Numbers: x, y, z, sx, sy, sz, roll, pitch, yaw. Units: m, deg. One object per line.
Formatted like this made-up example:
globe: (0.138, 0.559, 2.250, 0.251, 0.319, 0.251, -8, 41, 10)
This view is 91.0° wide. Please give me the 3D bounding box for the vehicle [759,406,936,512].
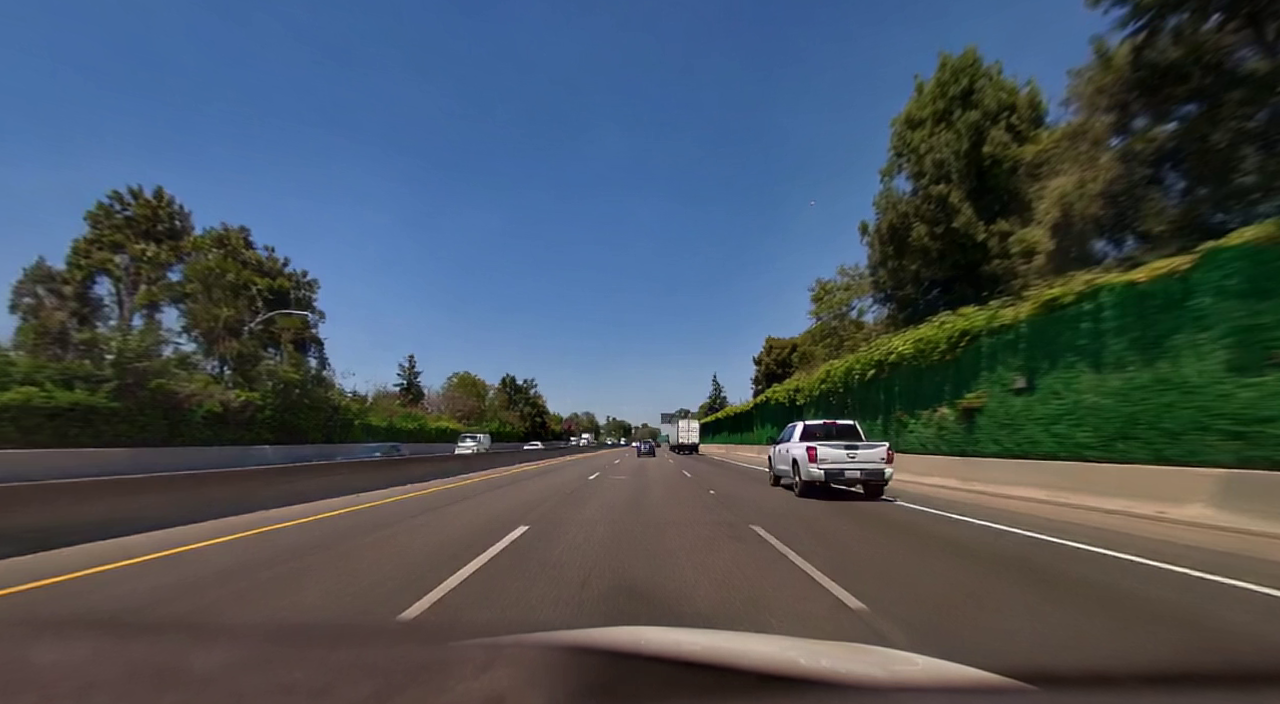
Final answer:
vehicle: (4.369, 2.368, 14.411, 2.209, 1.943, 5.262, 0, -8, -1)
